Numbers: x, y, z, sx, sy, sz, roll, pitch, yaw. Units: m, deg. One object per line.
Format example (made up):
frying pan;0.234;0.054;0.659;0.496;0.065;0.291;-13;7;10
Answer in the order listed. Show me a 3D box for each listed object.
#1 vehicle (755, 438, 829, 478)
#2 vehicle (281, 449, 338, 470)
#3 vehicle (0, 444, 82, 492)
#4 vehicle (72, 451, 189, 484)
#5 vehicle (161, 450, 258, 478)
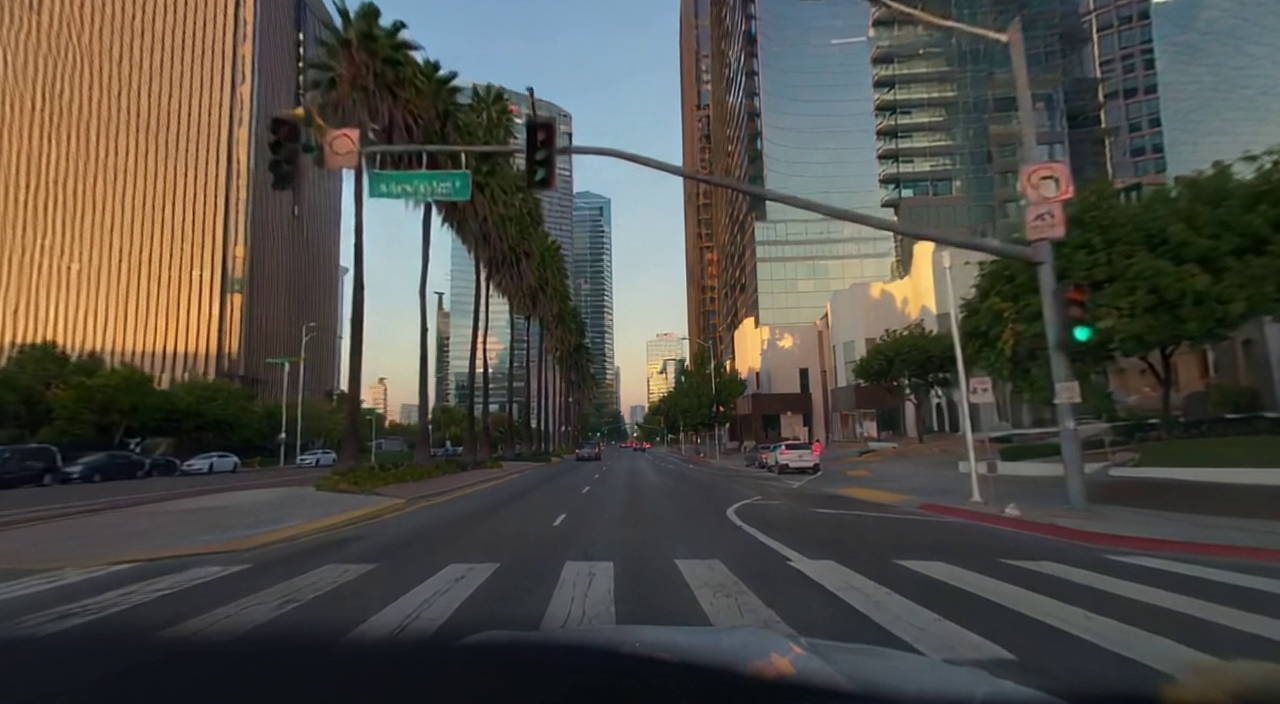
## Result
vehicle;7.051;4.988;29.859;2.225;1.727;4.418;0;-9;-2
vehicle;-24.482;7.964;46.961;1.801;1.444;4.640;0;-9;-2
vehicle;-24.370;4.403;24.158;1.891;1.737;4.597;0;-9;-2
vehicle;-24.268;5.480;30.344;1.792;1.461;4.569;0;-9;1
vehicle;-24.359;6.329;36.017;1.905;1.496;4.960;0;-9;1
